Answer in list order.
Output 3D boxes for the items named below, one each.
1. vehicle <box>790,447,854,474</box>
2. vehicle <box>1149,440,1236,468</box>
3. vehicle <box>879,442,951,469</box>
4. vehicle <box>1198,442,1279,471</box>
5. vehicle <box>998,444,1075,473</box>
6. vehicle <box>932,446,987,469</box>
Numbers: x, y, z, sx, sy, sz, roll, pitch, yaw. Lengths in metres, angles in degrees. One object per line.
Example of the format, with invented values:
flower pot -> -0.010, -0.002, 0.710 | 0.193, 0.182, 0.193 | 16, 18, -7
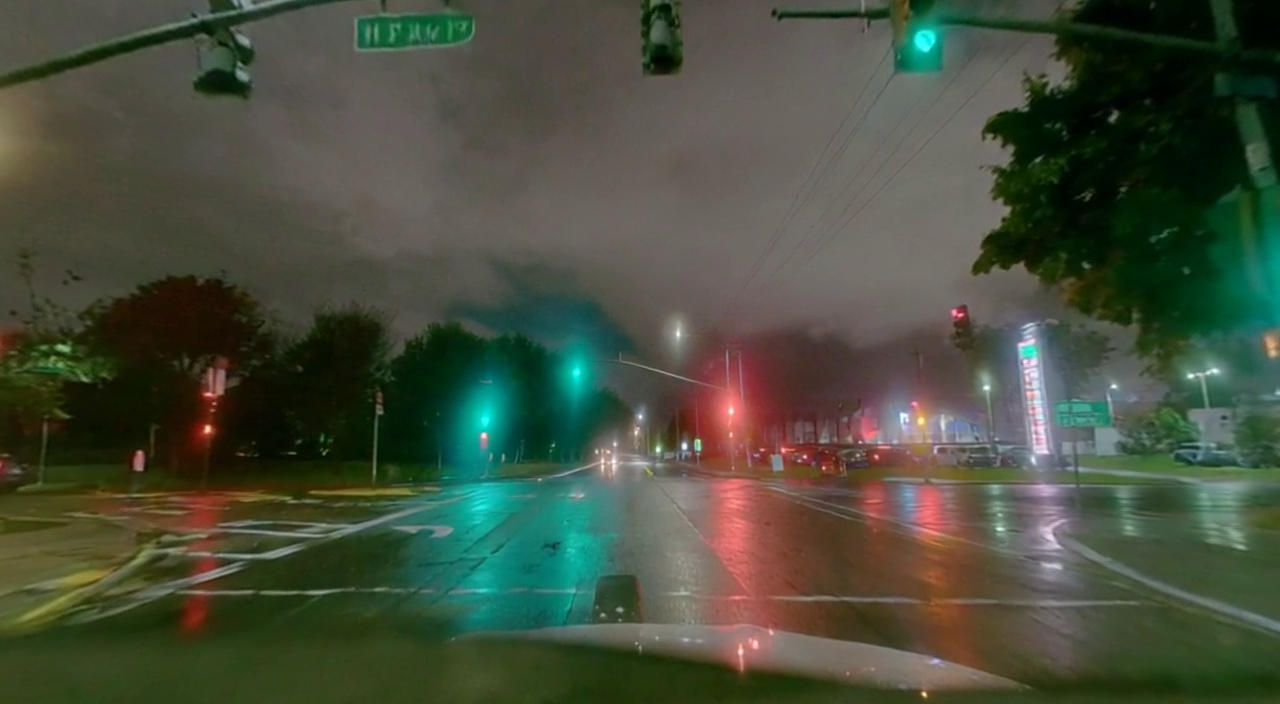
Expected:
vehicle -> 11.160, 6.597, 38.184 | 1.955, 1.508, 4.295 | -8, -12, 42
vehicle -> 29.022, 5.363, 33.026 | 1.591, 1.332, 3.202 | -2, -9, 1
vehicle -> 16.966, 6.346, 38.595 | 4.522, 1.546, 1.941 | 6, -11, -35
vehicle -> 31.444, 5.421, 32.669 | 1.612, 1.402, 3.320 | -1, -9, 0
vehicle -> 20.975, 5.614, 33.315 | 1.851, 1.388, 3.475 | 0, -8, 1
vehicle -> 21.880, 7.211, 43.074 | 1.923, 1.463, 3.758 | -1, -8, 3
